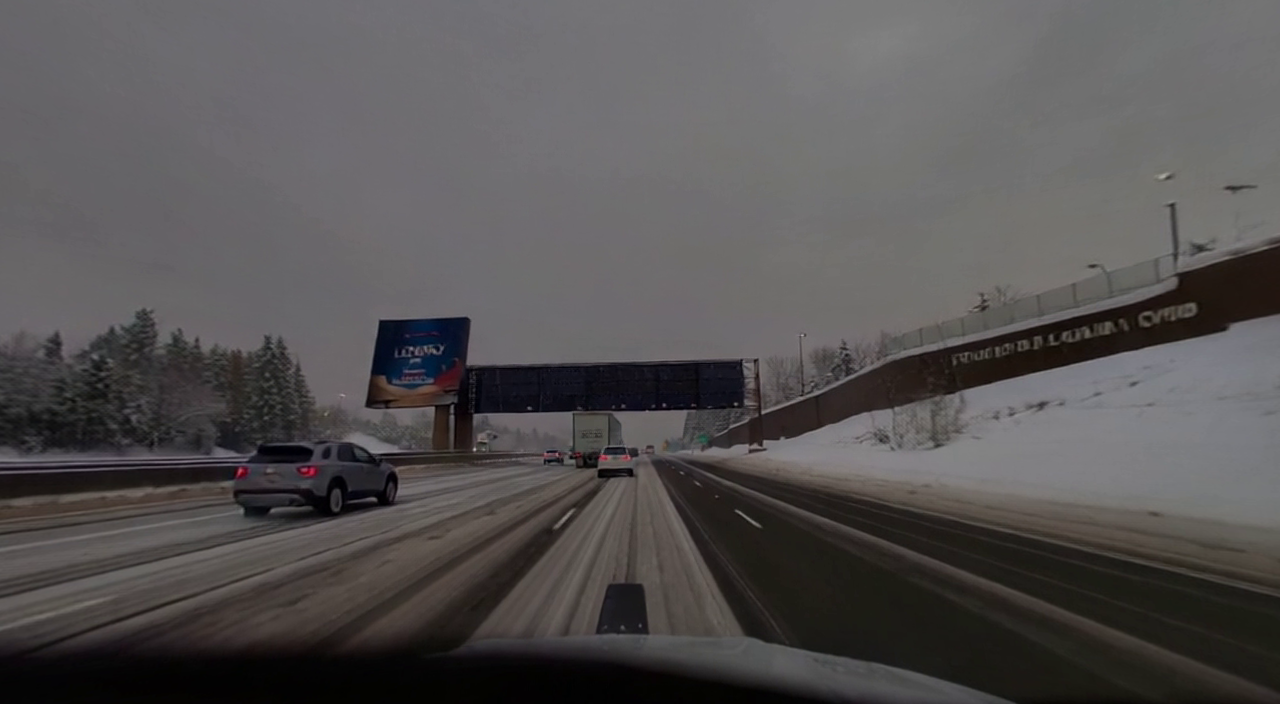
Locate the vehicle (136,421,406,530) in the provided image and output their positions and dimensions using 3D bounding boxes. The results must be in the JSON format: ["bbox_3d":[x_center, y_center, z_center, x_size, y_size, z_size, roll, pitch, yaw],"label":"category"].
[{"bbox_3d":[-7.056,2.433,13.015,2.401,1.759,5.126,0,-9,1],"label":"vehicle"}]

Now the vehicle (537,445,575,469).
[{"bbox_3d":[-6.197,7.775,47.010,2.124,1.674,4.541,0,-9,1],"label":"vehicle"}]

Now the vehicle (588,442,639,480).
[{"bbox_3d":[-1.155,4.914,28.575,2.168,1.597,3.615,0,-9,-1],"label":"vehicle"}]

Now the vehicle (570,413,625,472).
[{"bbox_3d":[-2.611,6.015,41.668,2.794,3.460,8.595,0,-9,1],"label":"vehicle"}]
